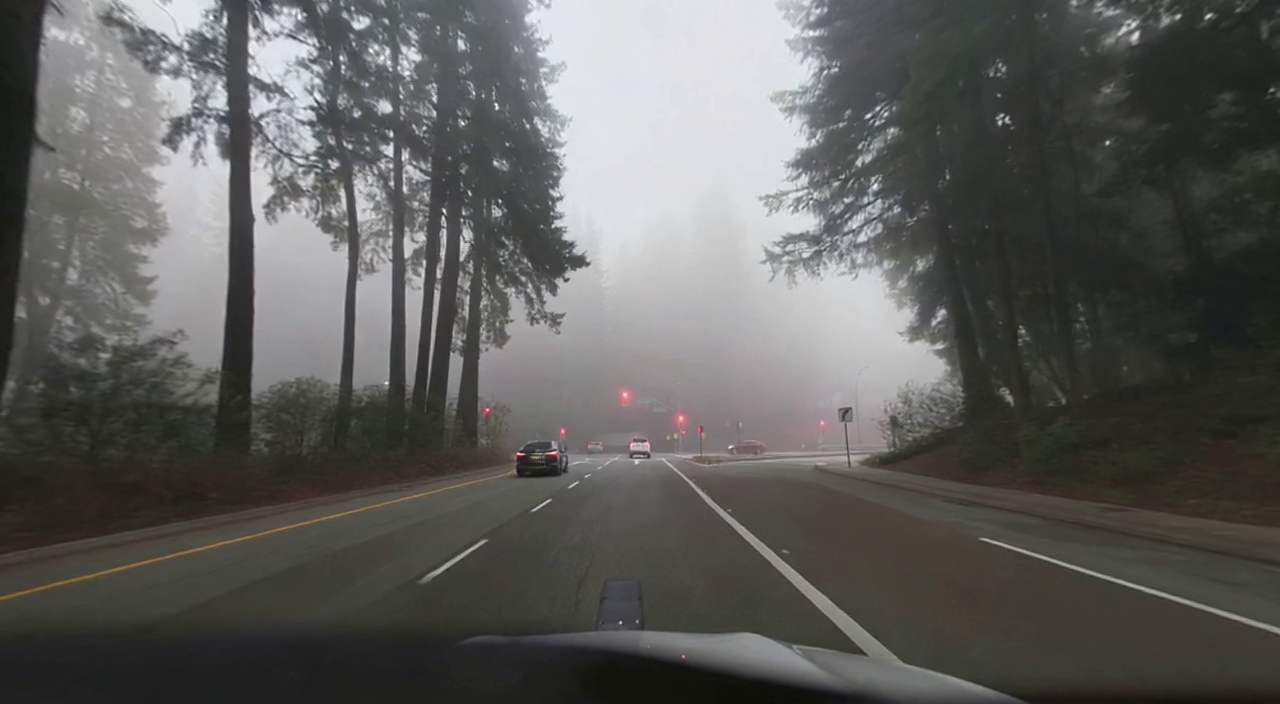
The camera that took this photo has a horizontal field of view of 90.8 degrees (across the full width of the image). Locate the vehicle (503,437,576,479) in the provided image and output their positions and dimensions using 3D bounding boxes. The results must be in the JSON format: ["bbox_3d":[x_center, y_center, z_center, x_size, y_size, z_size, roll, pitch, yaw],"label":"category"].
[{"bbox_3d":[-3.770,4.058,24.437,2.082,1.472,4.310,0,-8,1],"label":"vehicle"}]
